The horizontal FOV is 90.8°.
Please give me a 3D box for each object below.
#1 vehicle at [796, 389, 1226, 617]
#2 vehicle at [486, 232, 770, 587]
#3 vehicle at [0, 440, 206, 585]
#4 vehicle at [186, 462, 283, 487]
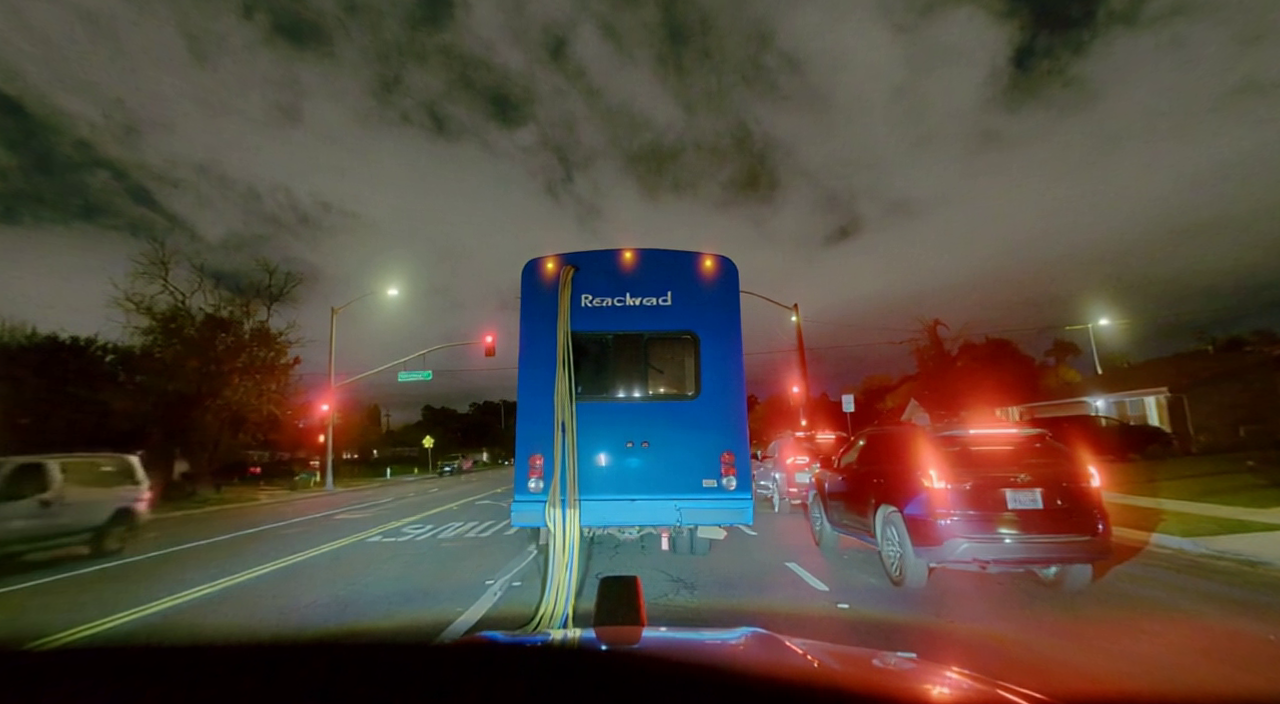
[{"bbox_3d":[3.408,1.489,7.130,2.104,1.735,4.408,0,-9,0],"label":"vehicle"},{"bbox_3d":[-0.101,1.112,10.350,2.709,3.511,8.213,0,-9,0],"label":"vehicle"},{"bbox_3d":[-8.741,2.129,8.937,2.110,1.713,4.449,0,-9,-2],"label":"vehicle"},{"bbox_3d":[-26.768,8.076,41.861,4.954,1.506,2.014,0,-9,-3],"label":"vehicle"}]
